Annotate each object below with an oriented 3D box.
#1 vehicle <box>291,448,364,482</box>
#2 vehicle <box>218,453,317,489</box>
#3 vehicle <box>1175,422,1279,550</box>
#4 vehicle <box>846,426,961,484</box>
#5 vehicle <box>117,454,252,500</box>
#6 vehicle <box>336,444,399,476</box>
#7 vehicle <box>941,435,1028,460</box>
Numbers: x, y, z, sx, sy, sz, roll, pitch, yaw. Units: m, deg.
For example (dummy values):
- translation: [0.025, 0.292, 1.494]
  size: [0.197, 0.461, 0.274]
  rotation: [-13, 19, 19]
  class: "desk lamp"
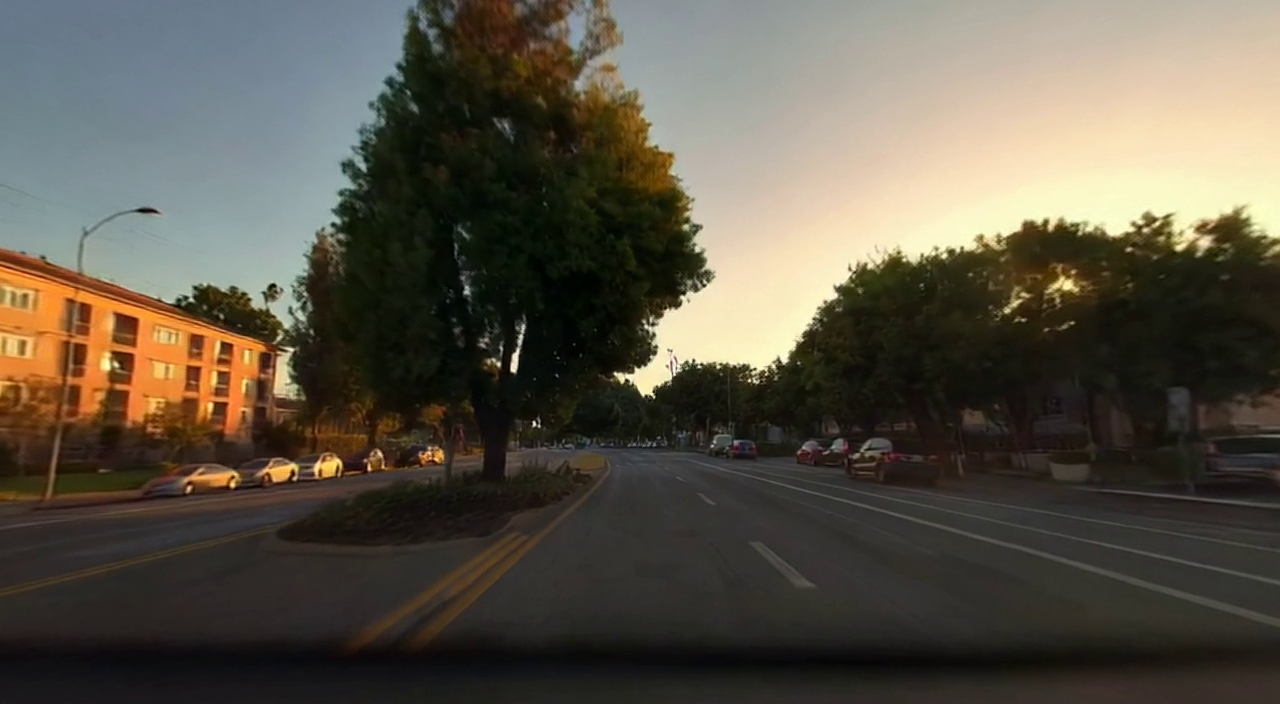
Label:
- translation: [-17.188, 6.174, 34.930]
  size: [1.859, 1.694, 4.638]
  rotation: [-1, -8, -2]
  class: "vehicle"
- translation: [-17.029, 5.432, 29.130]
  size: [1.807, 1.466, 4.693]
  rotation: [-1, -8, -2]
  class: "vehicle"
- translation: [9.783, 1.664, 7.480]
  size: [2.159, 1.734, 5.384]
  rotation: [0, -9, 0]
  class: "vehicle"
- translation: [9.955, 3.955, 24.370]
  size: [2.091, 1.962, 5.091]
  rotation: [1, -9, -2]
  class: "vehicle"
- translation: [-17.061, 4.684, 23.950]
  size: [1.891, 1.474, 4.437]
  rotation: [-1, -8, -2]
  class: "vehicle"
- translation: [-17.535, 6.931, 40.818]
  size: [2.099, 1.917, 4.720]
  rotation: [0, -8, -3]
  class: "vehicle"
- translation: [24.838, 6.875, 45.539]
  size: [5.054, 1.694, 1.958]
  rotation: [0, -8, 0]
  class: "vehicle"
